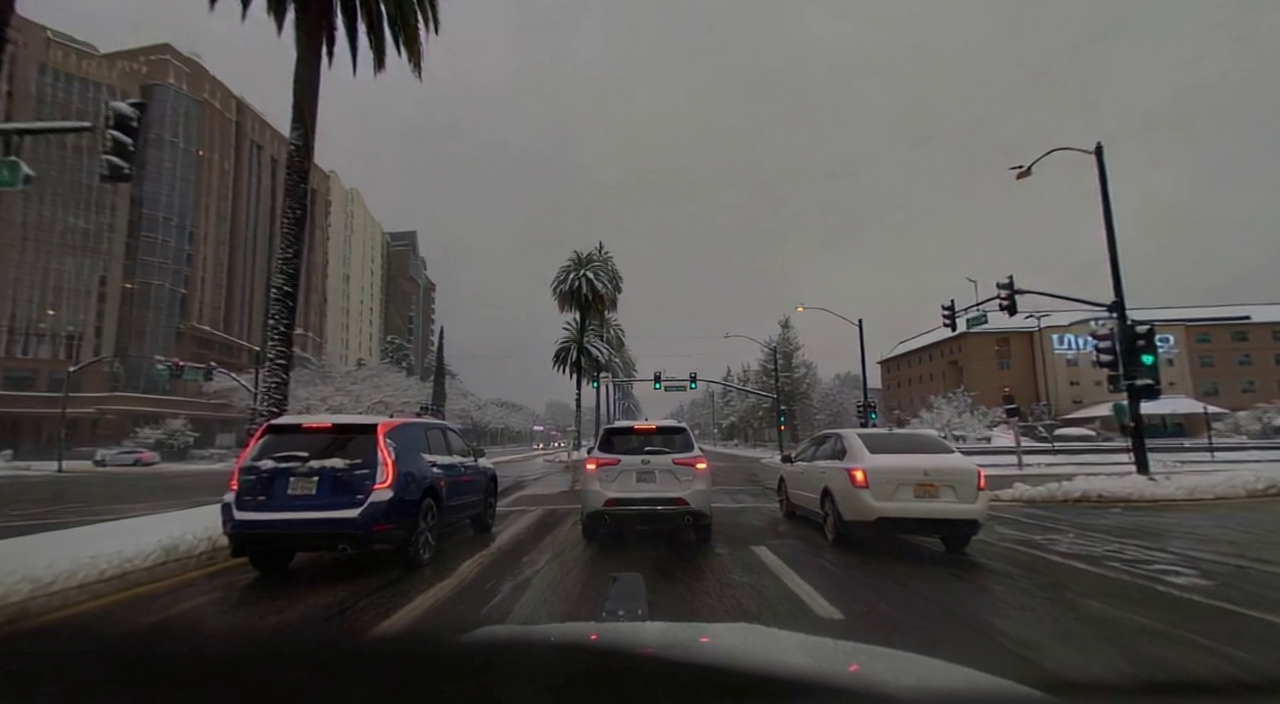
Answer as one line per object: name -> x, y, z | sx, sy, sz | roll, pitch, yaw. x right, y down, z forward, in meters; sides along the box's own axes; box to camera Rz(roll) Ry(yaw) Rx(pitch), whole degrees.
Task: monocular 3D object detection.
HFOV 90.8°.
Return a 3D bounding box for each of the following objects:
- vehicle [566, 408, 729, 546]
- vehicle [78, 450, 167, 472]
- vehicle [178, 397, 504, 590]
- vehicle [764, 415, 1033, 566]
vehicle -> 0.096, 1.907, 10.227 | 2.060, 1.730, 4.257 | 0, -9, 0
vehicle -> -37.137, 7.794, 45.369 | 4.787, 1.484, 1.816 | 0, -9, 1
vehicle -> -3.133, 1.573, 7.761 | 1.938, 1.713, 4.048 | 0, -9, 1
vehicle -> 3.107, 1.745, 8.643 | 1.936, 1.567, 3.896 | 0, -9, -1
